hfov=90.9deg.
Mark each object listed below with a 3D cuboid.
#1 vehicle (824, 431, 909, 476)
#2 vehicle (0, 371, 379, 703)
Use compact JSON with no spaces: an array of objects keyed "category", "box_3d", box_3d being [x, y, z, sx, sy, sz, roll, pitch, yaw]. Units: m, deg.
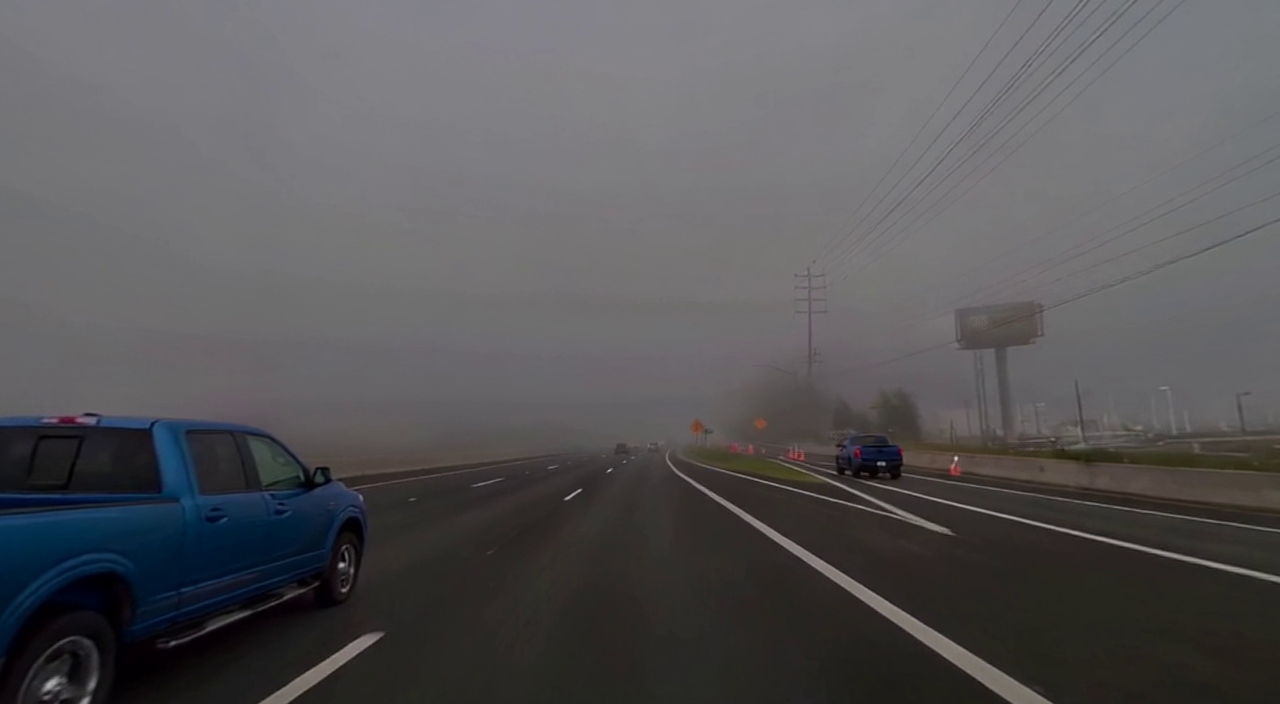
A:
[{"category":"vehicle","box_3d":[10.136,4.596,28.728,2.186,1.840,5.289,-1,-8,4]},{"category":"vehicle","box_3d":[-3.580,1.086,3.846,2.001,1.619,4.445,0,-8,1]}]
